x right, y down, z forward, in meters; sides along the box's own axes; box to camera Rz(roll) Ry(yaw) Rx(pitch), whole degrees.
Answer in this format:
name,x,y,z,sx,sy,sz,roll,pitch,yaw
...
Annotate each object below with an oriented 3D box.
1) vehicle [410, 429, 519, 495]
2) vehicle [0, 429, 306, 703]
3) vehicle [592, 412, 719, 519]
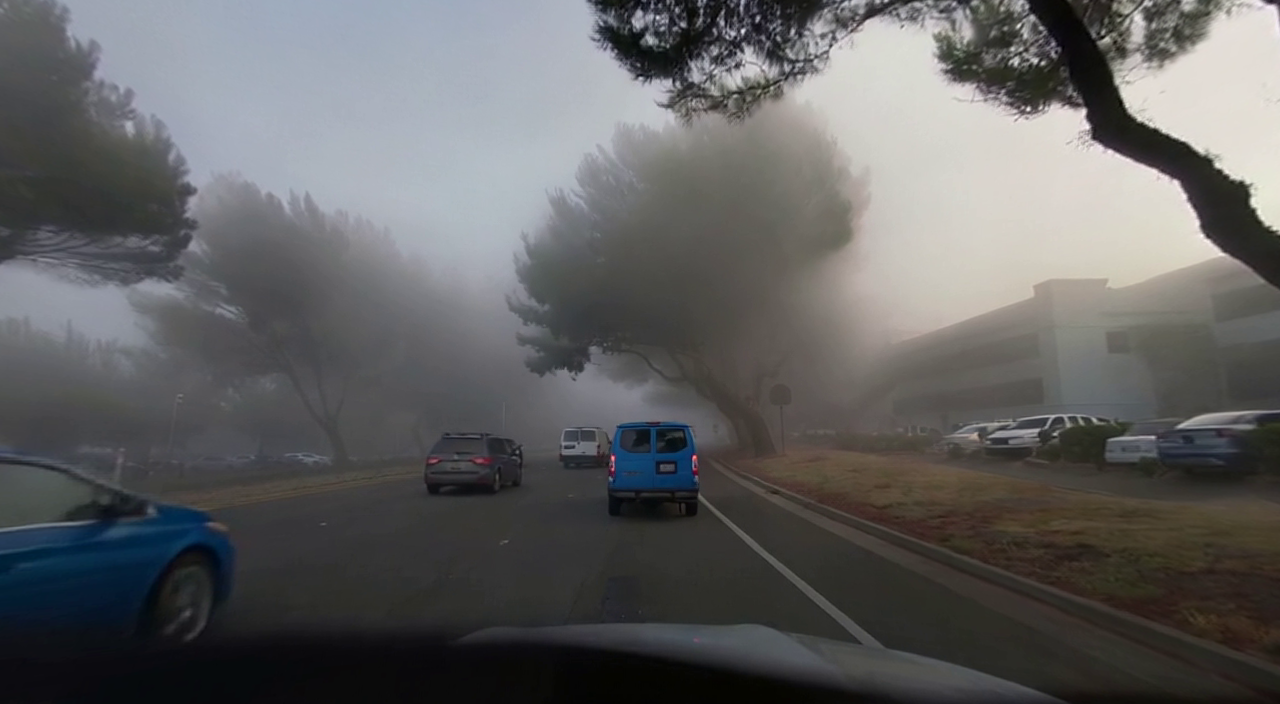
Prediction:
name,x,y,z,sx,sy,sz,roll,pitch,yaw
vehicle,-5.078,3.271,19.097,2.116,1.714,4.757,0,-9,-2
vehicle,-4.079,1.141,3.243,1.991,1.459,4.813,0,-9,2
vehicle,0.323,2.278,13.040,2.173,1.830,4.189,0,-9,2
